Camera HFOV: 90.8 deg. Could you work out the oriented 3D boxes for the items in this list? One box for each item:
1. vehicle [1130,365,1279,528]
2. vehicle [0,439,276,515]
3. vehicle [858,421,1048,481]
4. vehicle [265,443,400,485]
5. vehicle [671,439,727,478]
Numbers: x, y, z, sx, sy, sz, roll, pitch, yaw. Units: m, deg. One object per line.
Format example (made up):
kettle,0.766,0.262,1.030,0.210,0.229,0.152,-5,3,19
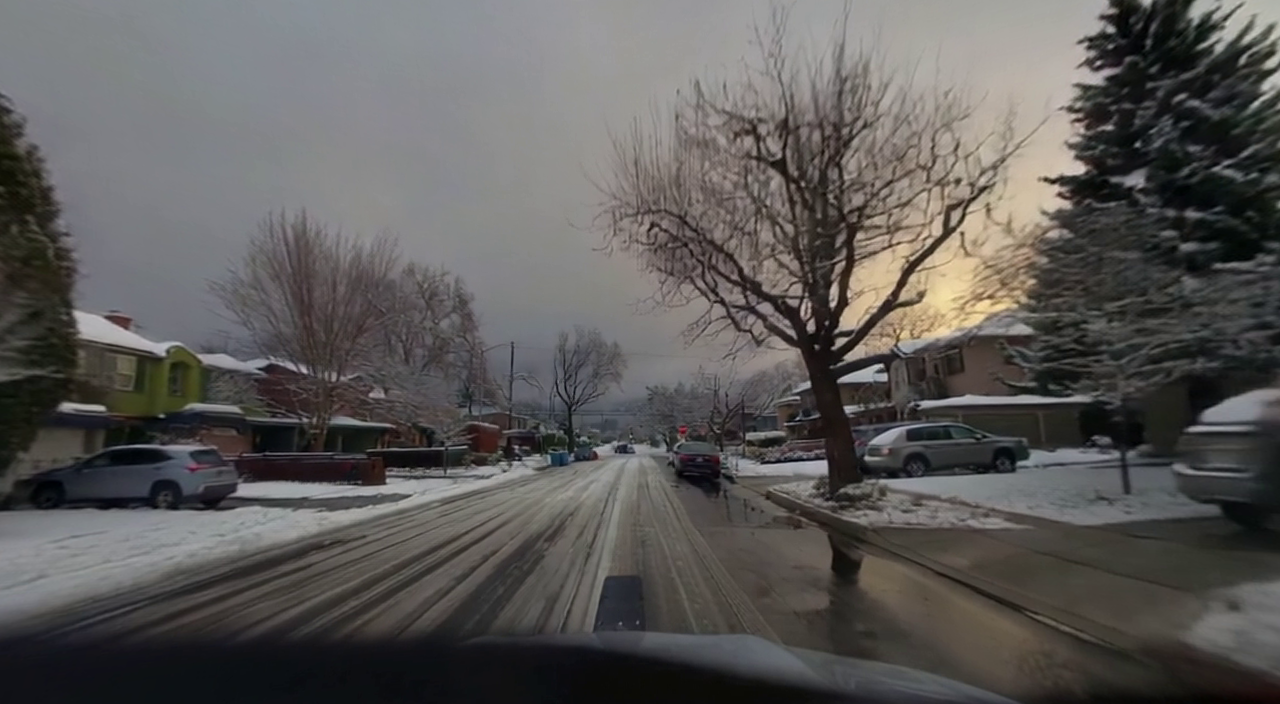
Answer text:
vehicle,8.837,1.106,7.400,4.599,1.652,1.903,0,-8,-2
vehicle,-11.657,2.882,14.856,4.972,1.623,1.884,0,-9,1
vehicle,8.802,2.827,18.093,4.331,1.570,2.009,0,-8,-1
vehicle,-11.570,4.223,24.031,4.118,1.492,1.902,1,-9,-3
vehicle,2.364,4.411,26.491,2.022,1.483,4.565,0,-9,1
